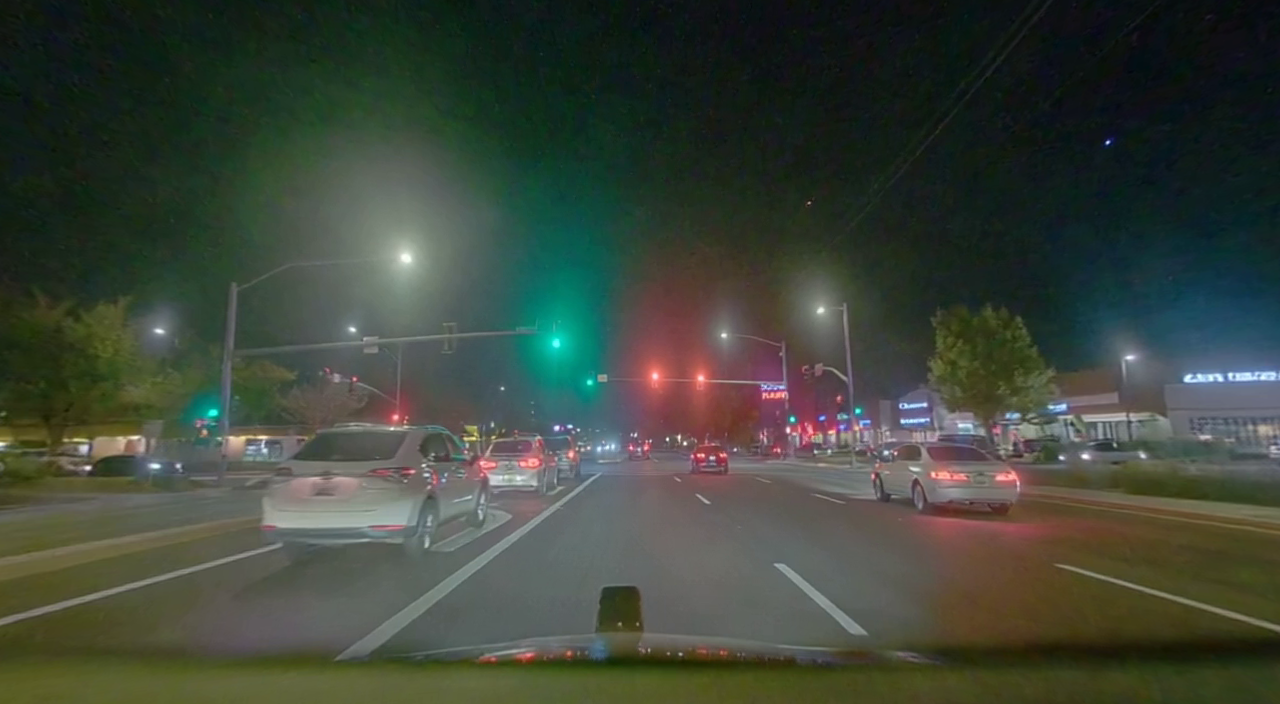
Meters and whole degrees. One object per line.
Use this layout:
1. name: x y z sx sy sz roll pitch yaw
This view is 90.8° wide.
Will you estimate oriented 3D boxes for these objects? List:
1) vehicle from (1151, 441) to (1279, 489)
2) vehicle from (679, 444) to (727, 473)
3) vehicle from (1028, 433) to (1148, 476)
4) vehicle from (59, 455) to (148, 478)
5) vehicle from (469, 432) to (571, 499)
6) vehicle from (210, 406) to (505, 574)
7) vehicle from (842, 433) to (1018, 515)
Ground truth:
1. vehicle: 19.354 3.698 21.035 4.230 1.441 1.935 4 -9 -26
2. vehicle: 3.389 5.775 34.579 2.099 1.463 4.365 0 -8 -1
3. vehicle: 19.396 4.388 27.325 4.688 1.713 2.308 5 -10 -29
4. vehicle: -35.991 7.678 42.445 4.178 1.449 1.875 0 -8 -3
5. vehicle: -3.384 3.313 18.837 2.118 1.721 4.464 0 -8 1
6. vehicle: -3.569 1.840 9.235 2.189 1.808 4.563 0 -8 0
7. vehicle: 6.706 2.845 15.317 2.002 1.651 4.647 0 -8 0
